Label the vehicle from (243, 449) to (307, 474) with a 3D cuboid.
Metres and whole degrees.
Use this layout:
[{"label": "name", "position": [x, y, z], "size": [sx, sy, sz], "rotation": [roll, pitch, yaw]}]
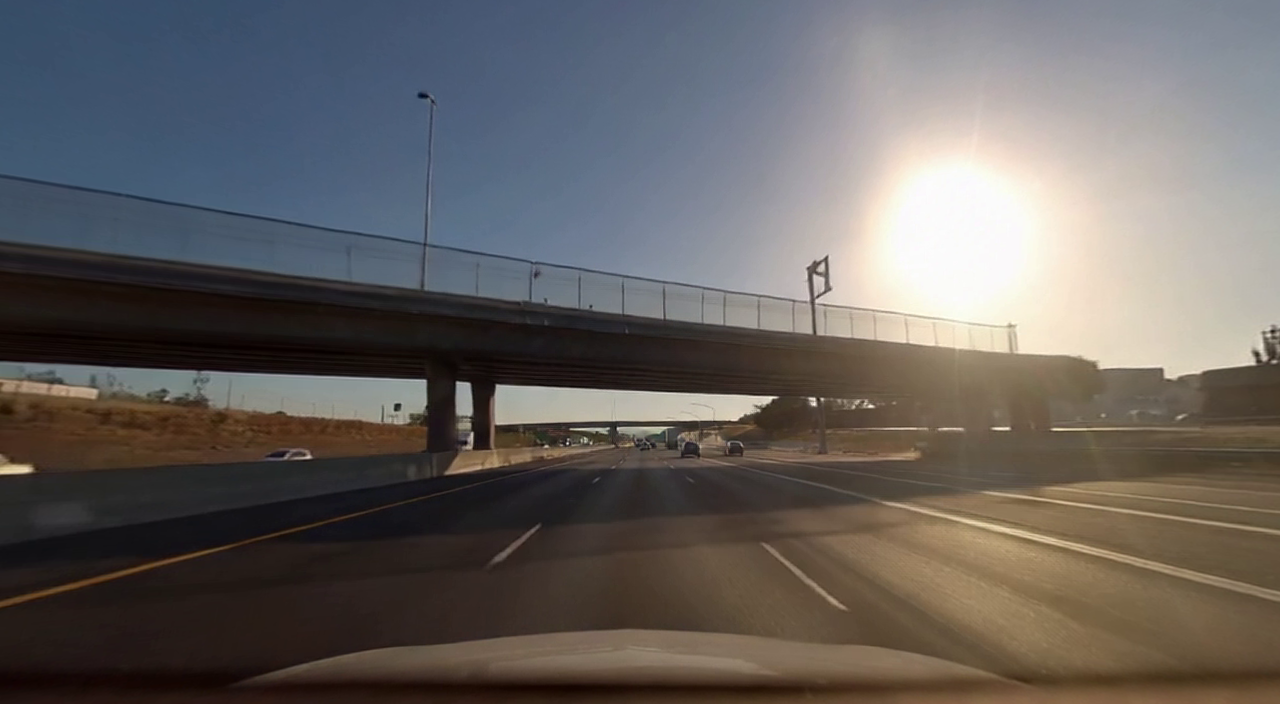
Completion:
[{"label": "vehicle", "position": [-28.122, 8.405, 48.776], "size": [1.904, 1.737, 5.059], "rotation": [0, -8, 1]}]
